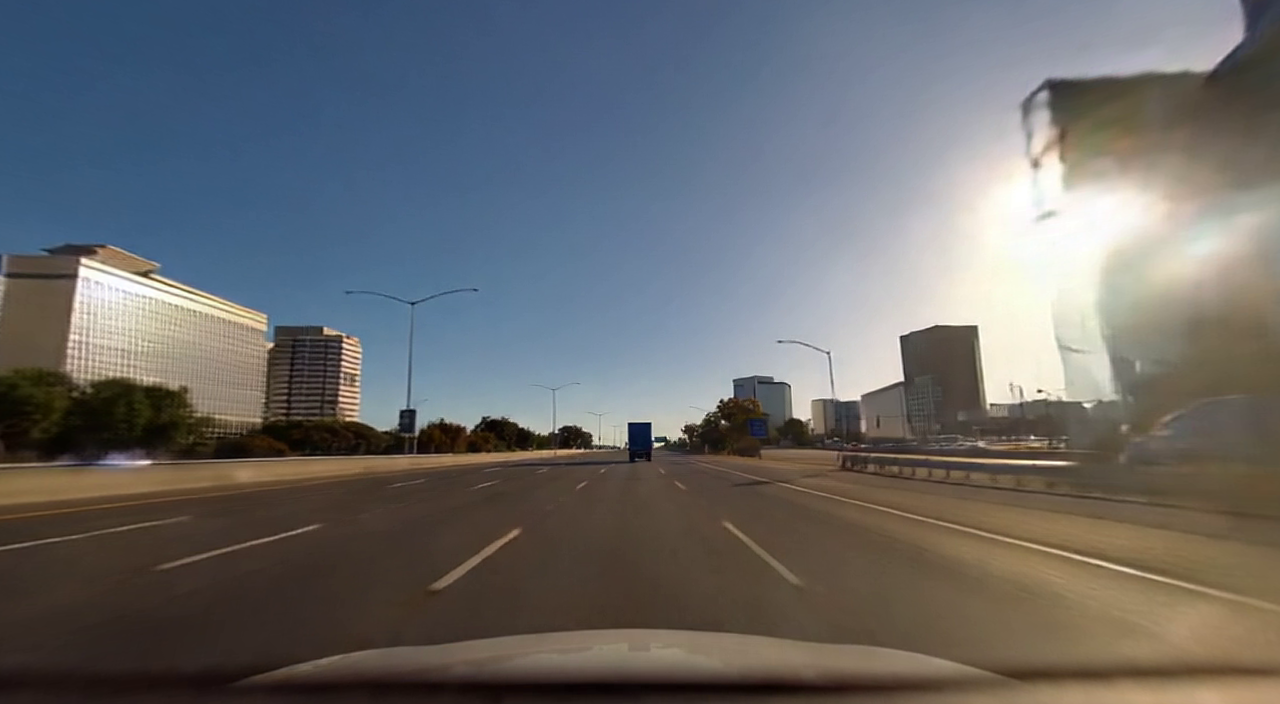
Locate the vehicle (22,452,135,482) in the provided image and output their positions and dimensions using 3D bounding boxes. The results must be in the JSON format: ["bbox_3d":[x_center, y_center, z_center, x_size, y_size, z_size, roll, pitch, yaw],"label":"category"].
[{"bbox_3d":[-30.882,6.319,34.881,1.813,1.512,4.782,0,-9,1],"label":"vehicle"}]
